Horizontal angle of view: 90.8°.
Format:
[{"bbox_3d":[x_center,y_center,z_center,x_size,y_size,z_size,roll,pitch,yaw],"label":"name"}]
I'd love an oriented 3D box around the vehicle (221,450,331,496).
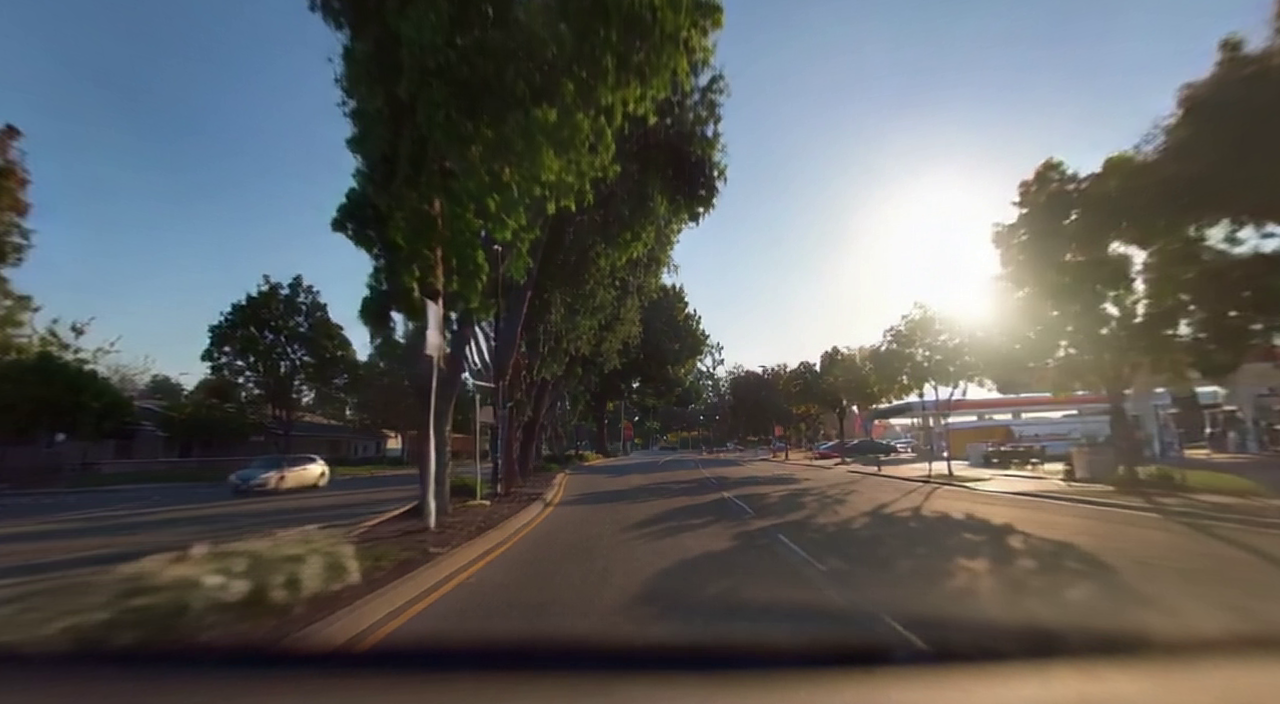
[{"bbox_3d":[-16.580,5.493,29.130,2.191,1.879,4.675,0,-9,2],"label":"vehicle"}]
